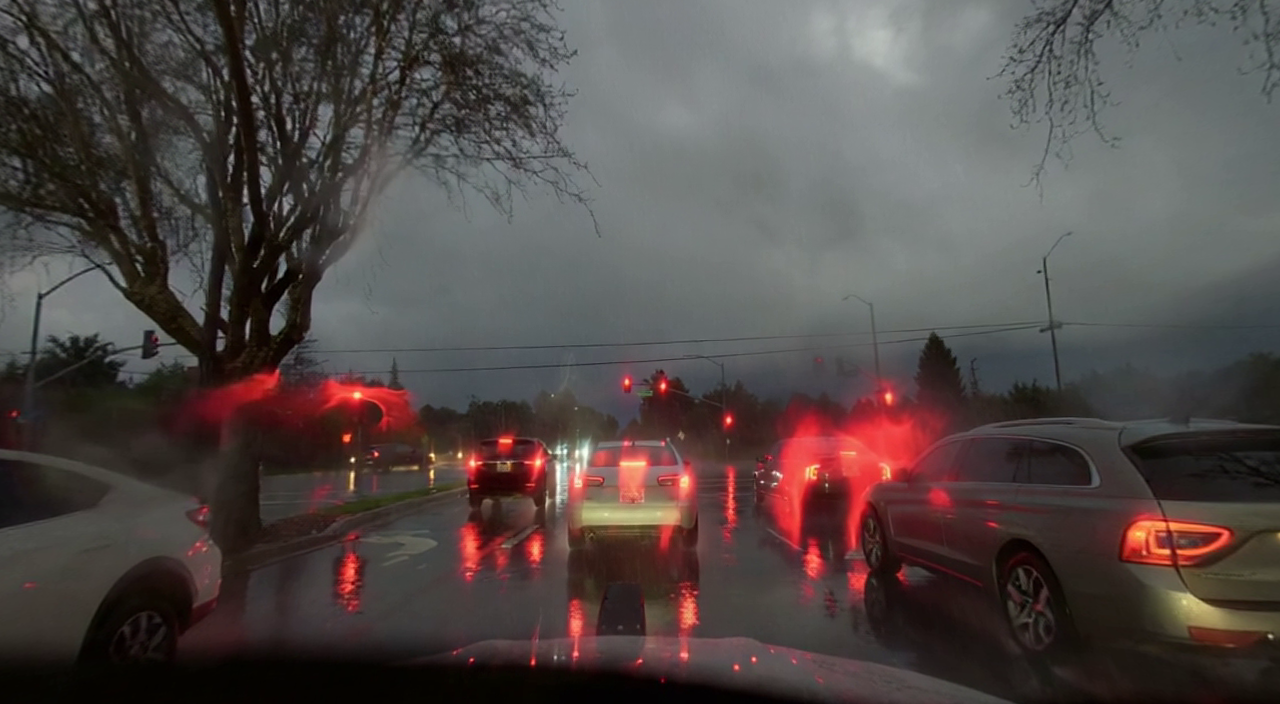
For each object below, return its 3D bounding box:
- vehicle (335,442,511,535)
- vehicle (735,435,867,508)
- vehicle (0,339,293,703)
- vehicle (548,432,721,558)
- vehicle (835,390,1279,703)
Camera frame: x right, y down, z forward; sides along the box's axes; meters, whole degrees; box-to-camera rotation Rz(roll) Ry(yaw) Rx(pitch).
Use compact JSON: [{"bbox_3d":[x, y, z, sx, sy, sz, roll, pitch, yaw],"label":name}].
[{"bbox_3d":[-3.921,2.503,12.332,1.919,1.459,4.371,0,-8,-1],"label":"vehicle"},{"bbox_3d":[3.645,2.777,15.239,1.922,1.472,4.440,0,-8,-1],"label":"vehicle"},{"bbox_3d":[-3.669,0.831,2.538,2.047,1.764,4.369,0,-8,0],"label":"vehicle"},{"bbox_3d":[-0.079,2.006,9.597,2.061,1.470,3.970,0,-8,0],"label":"vehicle"},{"bbox_3d":[3.382,1.302,5.414,1.933,1.564,4.600,0,-8,0],"label":"vehicle"}]
